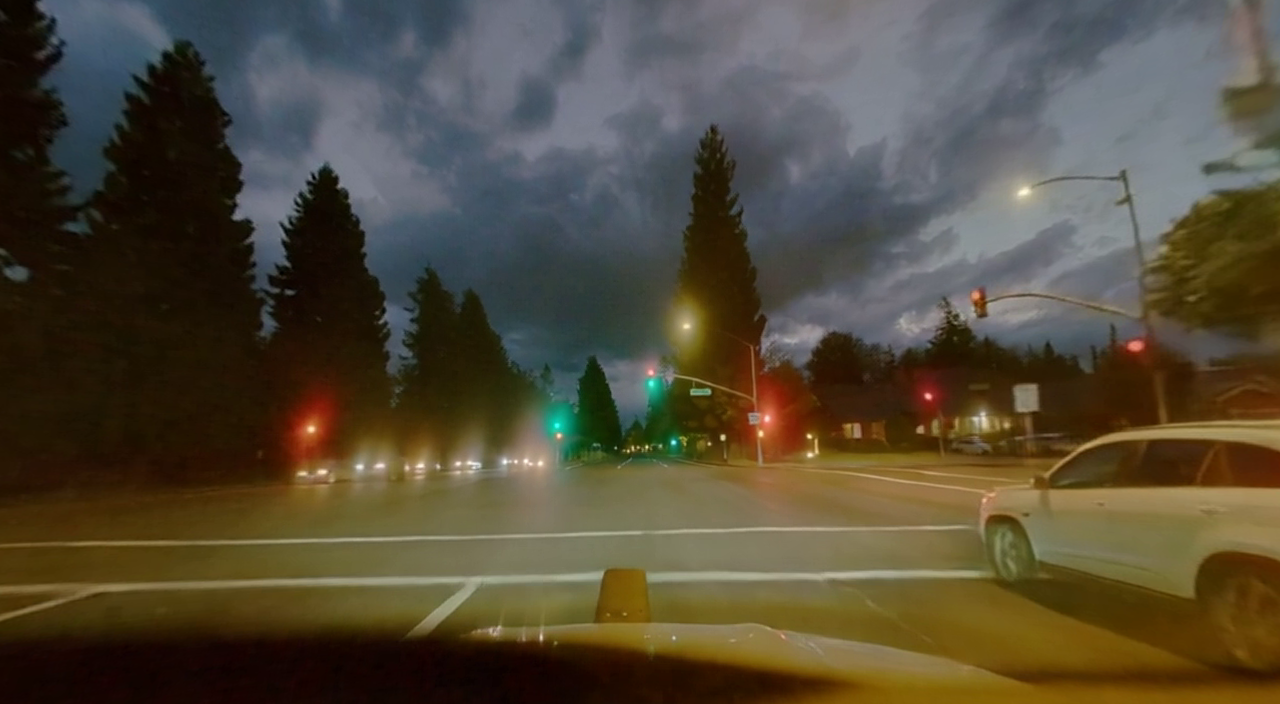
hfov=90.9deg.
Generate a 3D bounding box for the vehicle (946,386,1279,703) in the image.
[{"bbox_3d":[4.149,1.202,4.554,2.018,1.591,3.564,0,-9,0],"label":"vehicle"}]

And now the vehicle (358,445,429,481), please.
[{"bbox_3d":[-13.932,6.284,35.941,2.064,1.860,4.683,0,-9,1],"label":"vehicle"}]

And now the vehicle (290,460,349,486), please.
[{"bbox_3d":[-20.696,7.784,40.893,1.829,1.531,3.777,-1,-9,0],"label":"vehicle"}]
